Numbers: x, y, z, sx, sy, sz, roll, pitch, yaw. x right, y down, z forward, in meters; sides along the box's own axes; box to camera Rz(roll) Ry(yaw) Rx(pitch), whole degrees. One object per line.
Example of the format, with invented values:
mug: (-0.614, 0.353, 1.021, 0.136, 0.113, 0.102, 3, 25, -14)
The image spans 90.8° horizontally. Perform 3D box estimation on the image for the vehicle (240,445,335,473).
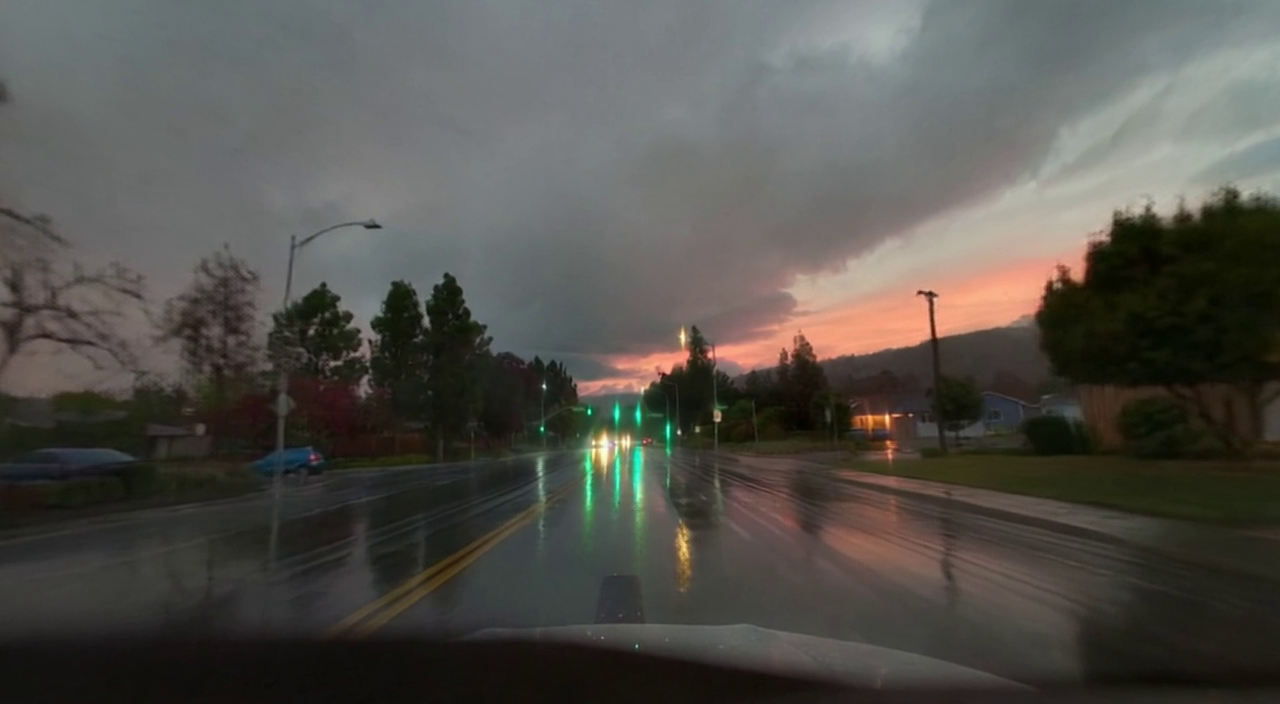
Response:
vehicle: (-26.020, 7.890, 46.924, 2.239, 1.961, 5.660, -6, -10, 33)
